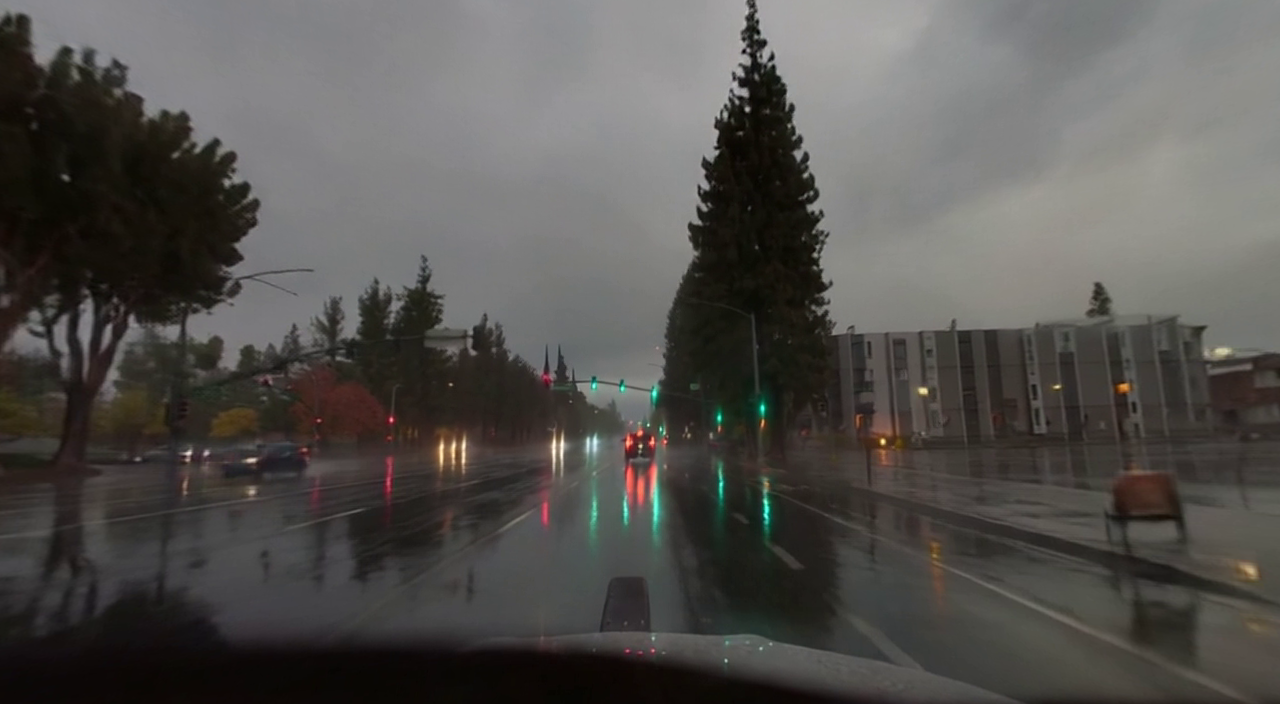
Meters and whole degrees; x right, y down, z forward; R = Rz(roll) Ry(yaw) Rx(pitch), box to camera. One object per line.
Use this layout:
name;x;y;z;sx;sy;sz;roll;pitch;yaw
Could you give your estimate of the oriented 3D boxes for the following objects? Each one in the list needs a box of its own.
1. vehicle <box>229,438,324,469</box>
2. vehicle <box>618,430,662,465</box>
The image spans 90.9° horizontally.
vehicle;-18.021;5.041;31.566;1.986;1.438;4.620;0;-8;0
vehicle;0.000;5.052;33.415;2.169;1.751;4.276;0;-8;0
